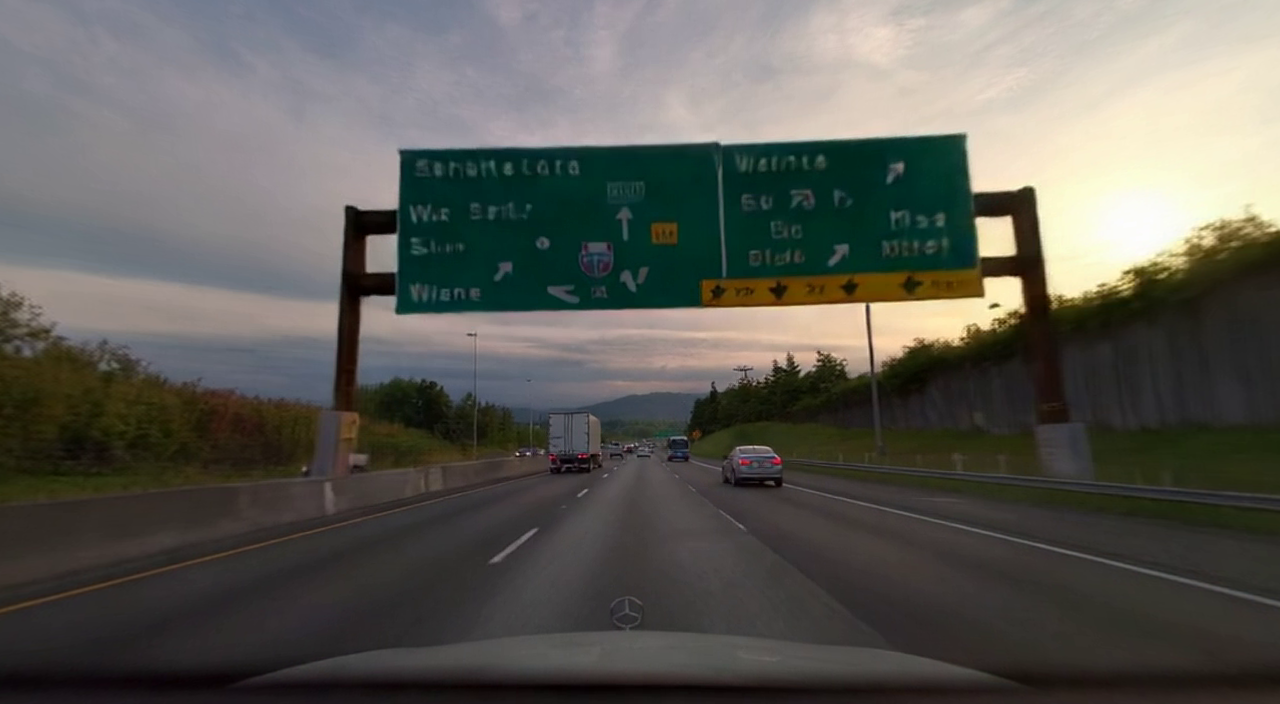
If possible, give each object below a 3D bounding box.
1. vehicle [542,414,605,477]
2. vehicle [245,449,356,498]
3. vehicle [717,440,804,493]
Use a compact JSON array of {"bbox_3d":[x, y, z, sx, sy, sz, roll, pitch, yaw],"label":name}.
[{"bbox_3d":[-3.586,5.280,35.566,2.667,3.195,6.731,0,-9,1],"label":"vehicle"},{"bbox_3d":[-11.615,4.150,21.904,1.705,1.524,3.845,0,-9,0],"label":"vehicle"},{"bbox_3d":[3.829,3.708,20.713,1.983,1.545,4.038,0,-9,-1],"label":"vehicle"}]
